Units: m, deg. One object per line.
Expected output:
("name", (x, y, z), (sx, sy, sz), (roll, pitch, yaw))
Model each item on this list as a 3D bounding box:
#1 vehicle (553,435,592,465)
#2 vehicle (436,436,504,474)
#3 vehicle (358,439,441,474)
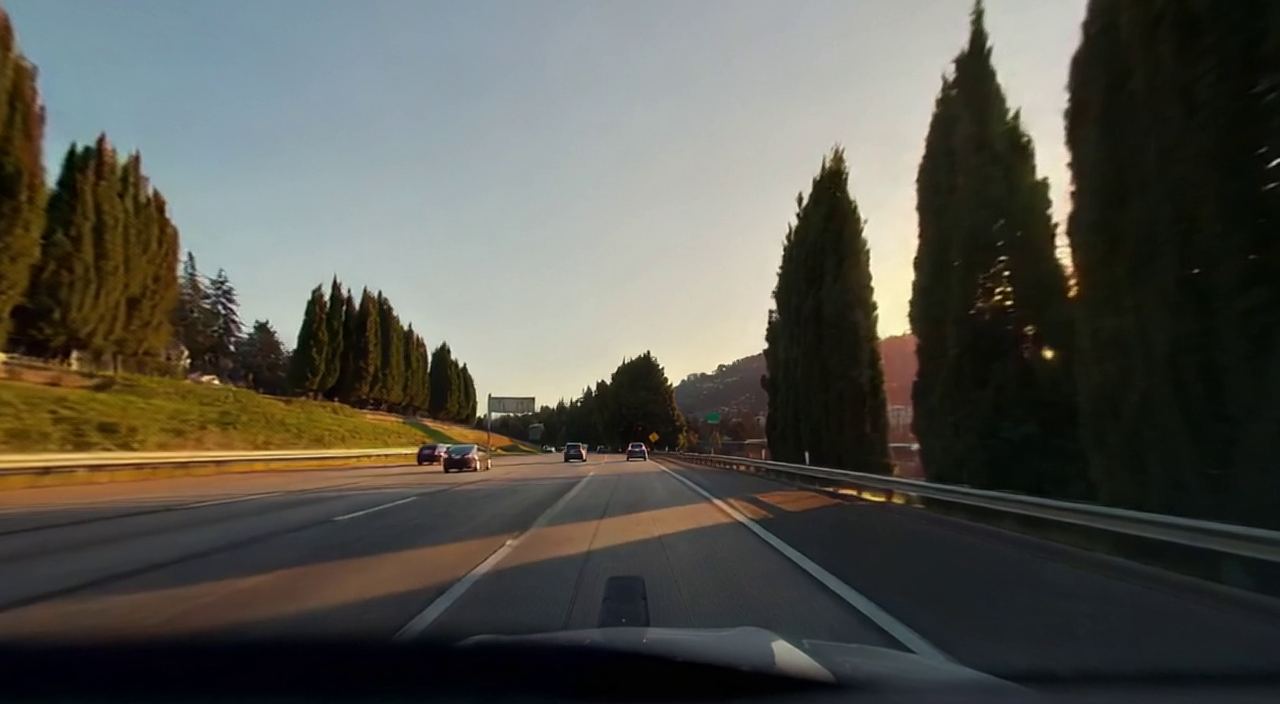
("vehicle", (-4.363, 6.456, 41.359), (2.138, 1.833, 4.622), (1, -8, -1))
("vehicle", (-7.939, 4.849, 29.772), (2.015, 1.651, 4.432), (1, -8, -1))
("vehicle", (-11.487, 5.003, 30.415), (2.100, 1.537, 5.092), (1, -8, -1))
